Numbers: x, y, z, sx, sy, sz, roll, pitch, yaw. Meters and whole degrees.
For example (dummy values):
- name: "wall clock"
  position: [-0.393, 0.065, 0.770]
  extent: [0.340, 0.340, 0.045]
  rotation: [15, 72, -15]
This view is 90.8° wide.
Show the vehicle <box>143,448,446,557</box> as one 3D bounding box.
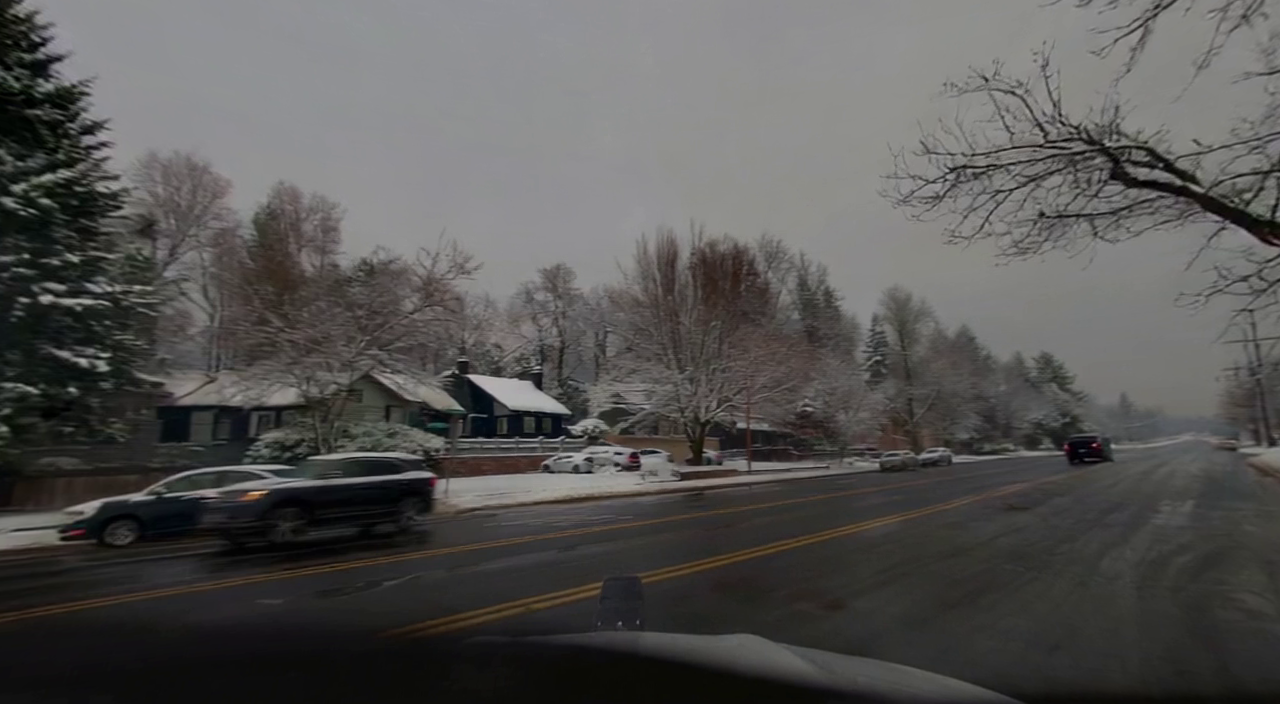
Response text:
- name: "vehicle"
  position: [-6.602, 2.778, 12.587]
  extent: [2.024, 1.715, 4.789]
  rotation: [-8, -12, 42]

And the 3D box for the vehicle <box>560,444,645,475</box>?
- name: "vehicle"
  position: [-2.604, 7.132, 42.135]
  extent: [5.866, 1.877, 2.280]
  rotation: [-8, -12, 43]

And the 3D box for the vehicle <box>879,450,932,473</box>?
- name: "vehicle"
  position: [19.021, 7.810, 45.193]
  extent: [1.936, 1.489, 4.311]
  rotation: [-8, -12, 43]

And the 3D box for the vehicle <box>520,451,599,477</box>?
- name: "vehicle"
  position: [-5.078, 6.937, 39.392]
  extent: [4.937, 1.445, 2.048]
  rotation: [-7, -11, 40]

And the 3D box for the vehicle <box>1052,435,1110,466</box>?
- name: "vehicle"
  position: [26.704, 5.942, 38.182]
  extent: [2.115, 1.696, 4.473]
  rotation: [-8, -12, 43]

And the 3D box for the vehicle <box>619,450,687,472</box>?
- name: "vehicle"
  position: [0.907, 7.717, 44.817]
  extent: [4.326, 1.452, 2.121]
  rotation: [-5, -10, 30]
